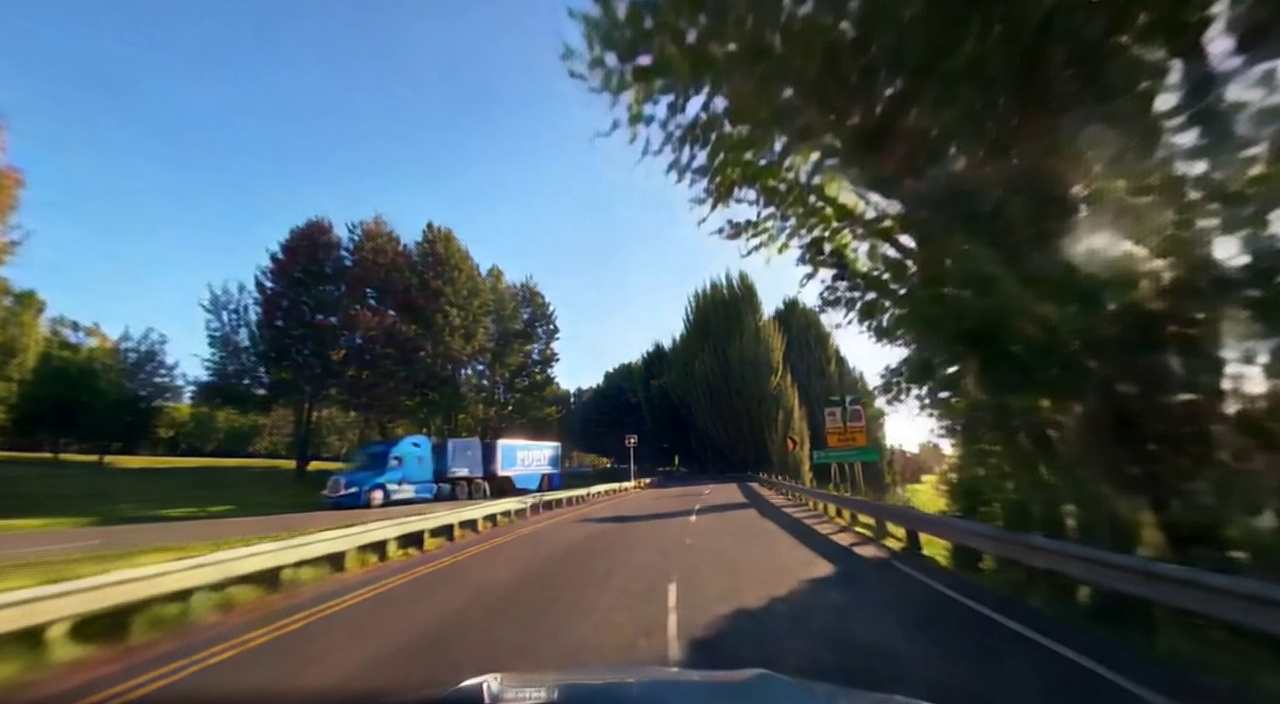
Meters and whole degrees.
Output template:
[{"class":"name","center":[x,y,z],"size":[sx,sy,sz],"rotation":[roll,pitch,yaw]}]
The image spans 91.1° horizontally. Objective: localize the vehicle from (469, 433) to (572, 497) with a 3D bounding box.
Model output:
[{"class":"vehicle","center":[-8.184,7.999,44.398],"size":[2.935,4.083,7.922],"rotation":[-4,-11,24]}]

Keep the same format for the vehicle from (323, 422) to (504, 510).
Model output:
[{"class":"vehicle","center":[-12.445,6.527,35.991],"size":[2.952,4.284,9.811],"rotation":[-6,-12,31]}]
